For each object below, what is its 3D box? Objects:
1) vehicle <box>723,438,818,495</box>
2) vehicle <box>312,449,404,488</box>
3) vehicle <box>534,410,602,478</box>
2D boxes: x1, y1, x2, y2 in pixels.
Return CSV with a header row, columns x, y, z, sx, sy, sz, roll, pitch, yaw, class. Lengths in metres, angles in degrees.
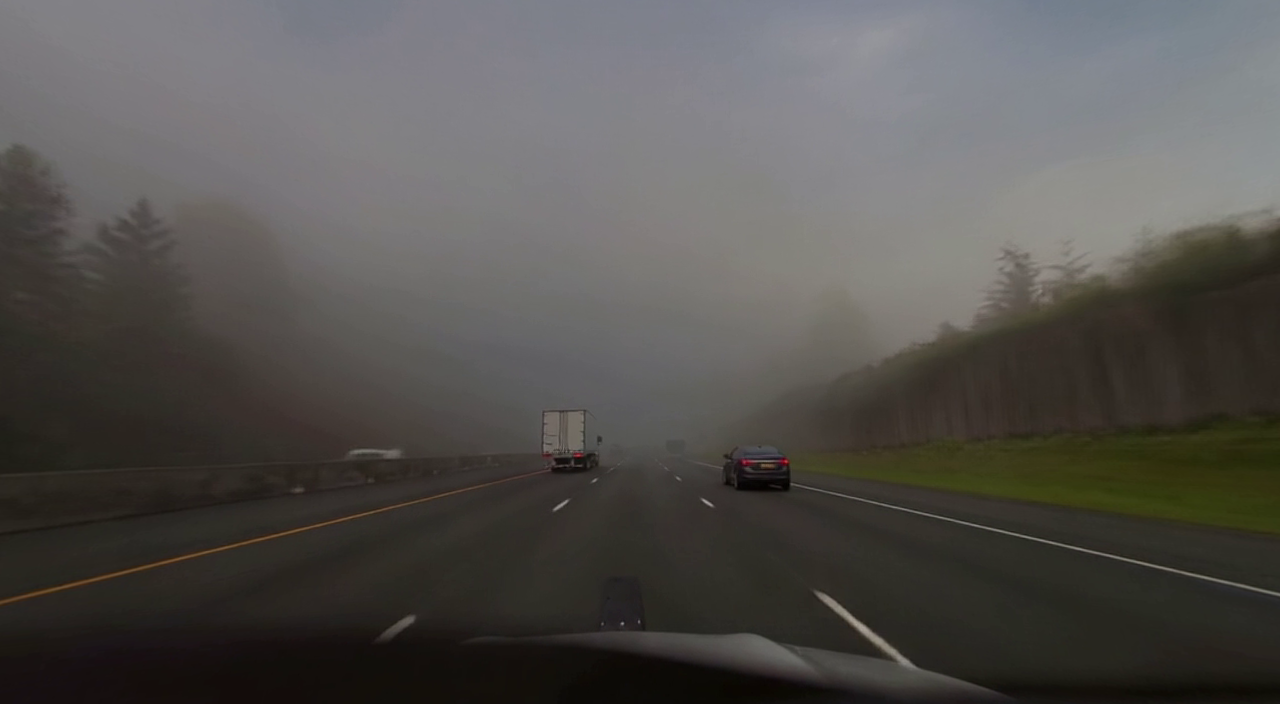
x,y,z,sx,sy,sz,roll,pitch,yaw,class
3.869,3.460,19.377,1.983,1.545,4.038,0,-9,-1,vehicle
-11.700,4.846,26.475,1.880,1.503,4.227,0,-9,1,vehicle
-3.612,4.853,33.218,2.667,3.195,6.731,0,-9,1,vehicle
